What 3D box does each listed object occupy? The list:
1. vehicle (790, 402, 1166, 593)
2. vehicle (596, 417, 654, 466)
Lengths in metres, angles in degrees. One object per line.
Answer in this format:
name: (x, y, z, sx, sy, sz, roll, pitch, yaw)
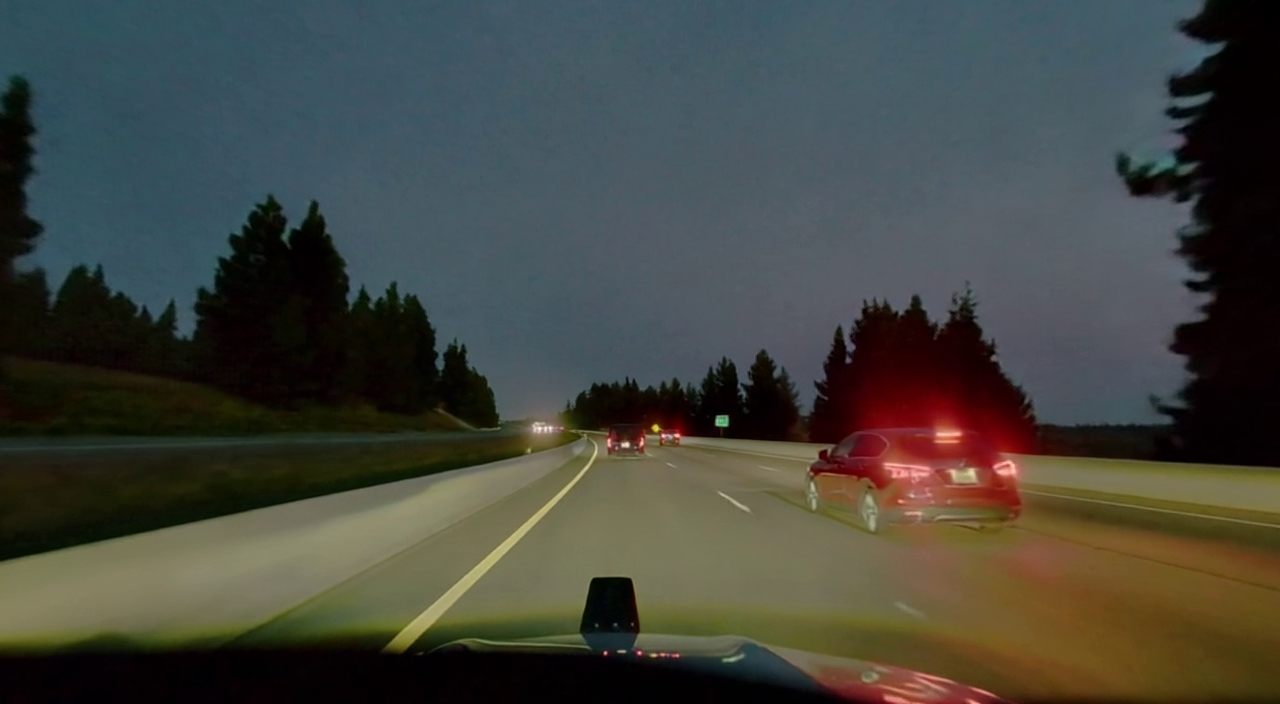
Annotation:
vehicle: (3.366, 1.502, 7.417, 2.078, 1.600, 4.012, 0, -8, -2)
vehicle: (-0.719, 3.972, 28.152, 2.403, 1.994, 4.683, 0, -8, -3)
